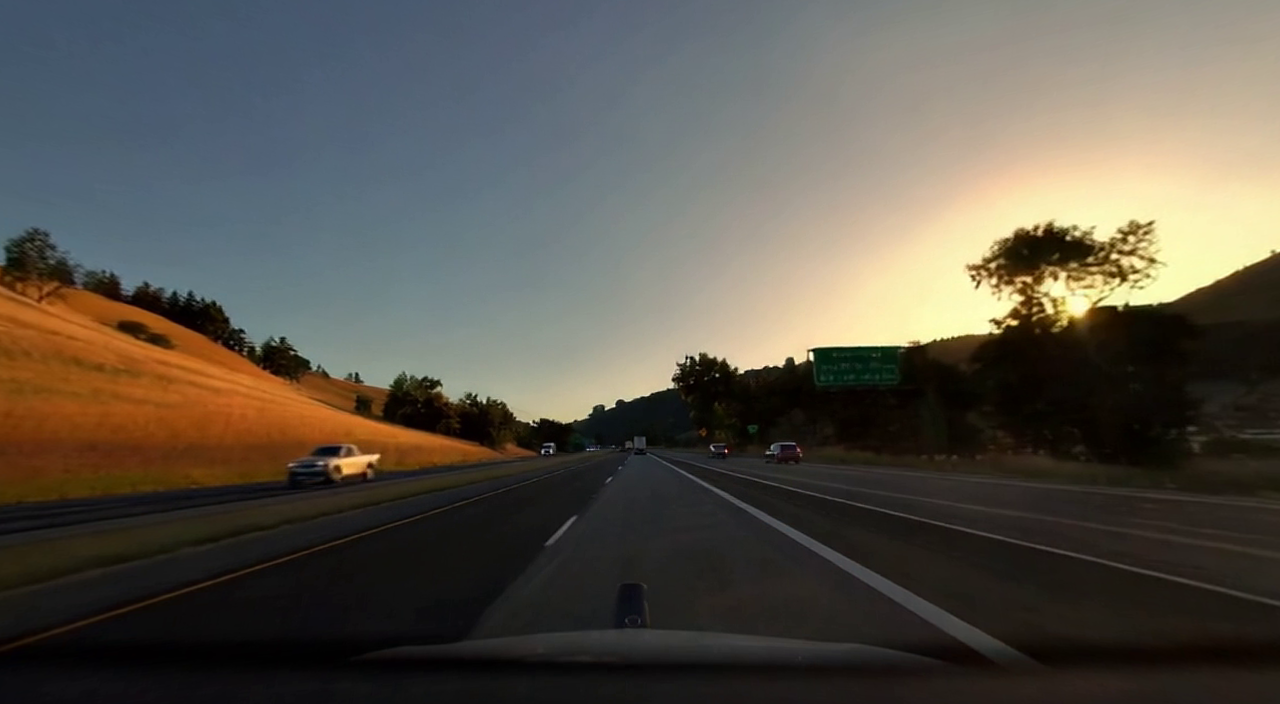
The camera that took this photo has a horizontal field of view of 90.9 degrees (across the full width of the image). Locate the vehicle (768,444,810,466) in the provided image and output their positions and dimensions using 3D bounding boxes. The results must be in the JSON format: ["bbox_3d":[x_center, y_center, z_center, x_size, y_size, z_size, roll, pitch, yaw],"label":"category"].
[{"bbox_3d":[11.461,8.003,48.898,2.076,1.599,4.528,0,-9,-1],"label":"vehicle"}]

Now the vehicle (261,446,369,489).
[{"bbox_3d":[-12.339,4.384,24.282,1.895,1.502,4.256,0,-9,0],"label":"vehicle"}]
